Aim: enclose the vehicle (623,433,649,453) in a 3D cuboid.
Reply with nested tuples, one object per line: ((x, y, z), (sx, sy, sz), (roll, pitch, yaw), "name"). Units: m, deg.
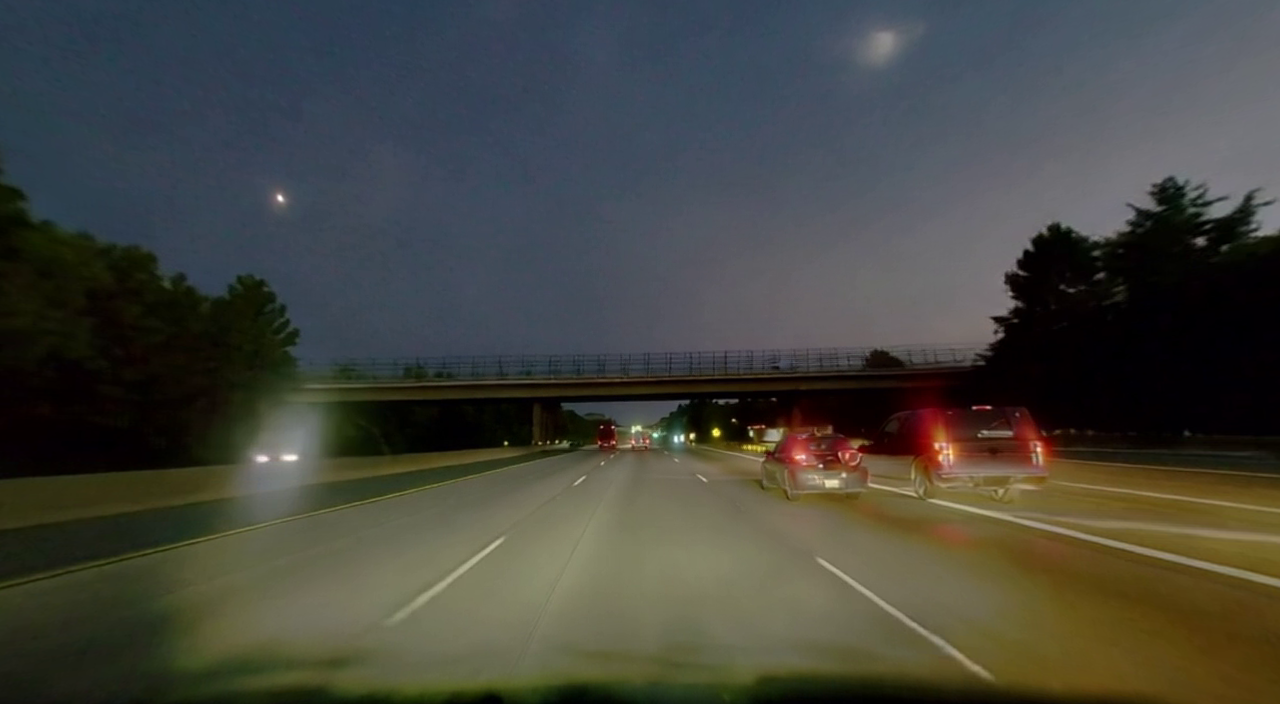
((-0.356, 7.195, 49.764), (1.952, 1.438, 3.702), (0, -8, -2), "vehicle")

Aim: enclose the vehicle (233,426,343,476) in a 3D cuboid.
((-16.282, 4.580, 29.490), (2.331, 2.127, 4.899), (0, -8, 0), "vehicle")
